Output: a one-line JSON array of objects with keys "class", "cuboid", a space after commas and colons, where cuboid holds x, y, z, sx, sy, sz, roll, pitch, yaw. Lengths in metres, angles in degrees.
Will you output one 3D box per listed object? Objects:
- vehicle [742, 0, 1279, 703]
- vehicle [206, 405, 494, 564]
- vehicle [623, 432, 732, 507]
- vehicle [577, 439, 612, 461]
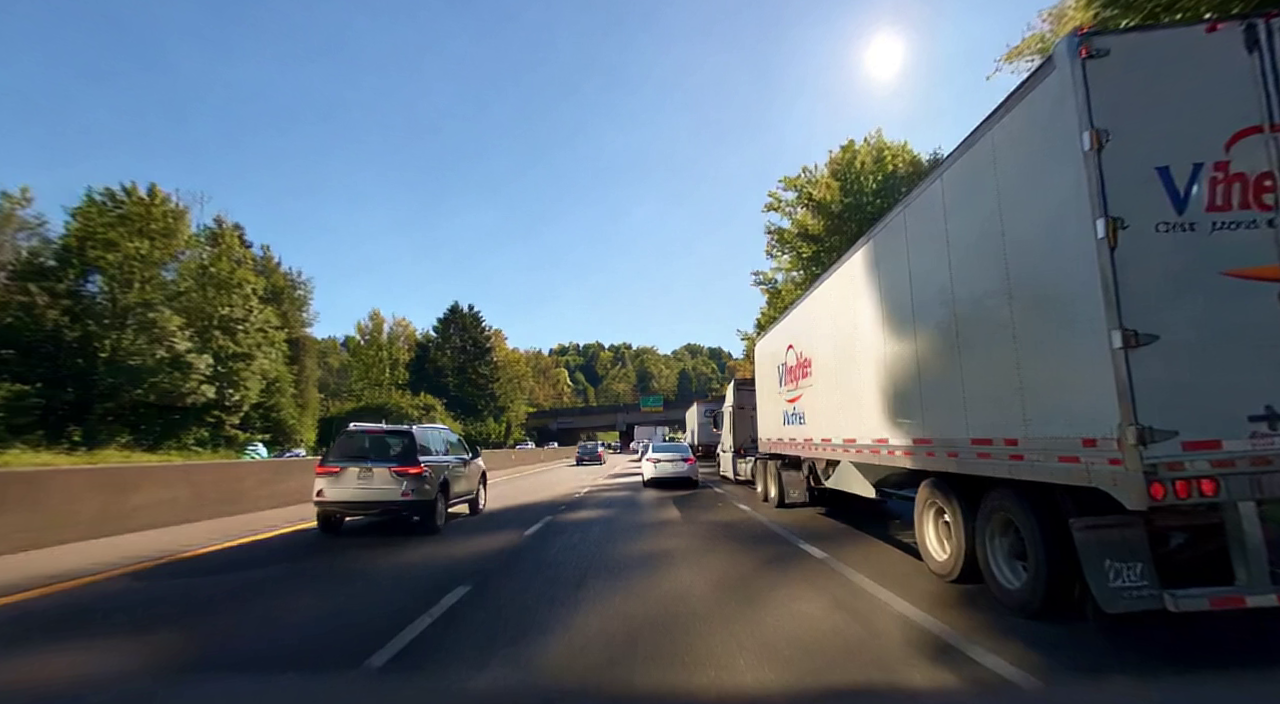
[{"class": "vehicle", "cuboid": [4.543, 0.642, 10.866, 2.967, 4.347, 15.373, 0, -8, 0]}, {"class": "vehicle", "cuboid": [-3.709, 1.751, 9.202, 2.006, 1.729, 4.447, 0, -8, 1]}, {"class": "vehicle", "cuboid": [0.718, 2.662, 14.895, 2.200, 1.495, 4.282, 0, -8, -1]}, {"class": "vehicle", "cuboid": [-3.401, 7.408, 47.890, 2.181, 1.538, 4.169, 0, -8, 1]}]
